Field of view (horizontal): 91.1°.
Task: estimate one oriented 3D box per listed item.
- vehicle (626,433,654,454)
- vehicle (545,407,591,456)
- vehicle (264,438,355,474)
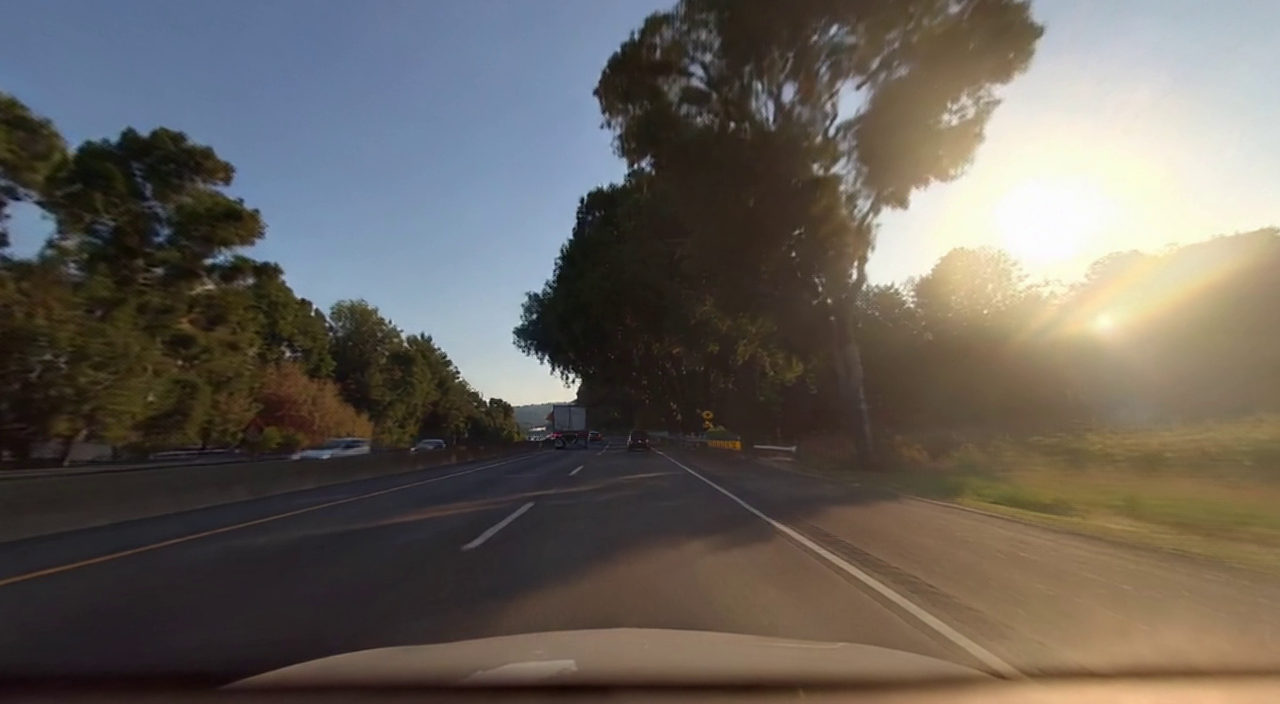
[{"bbox_3d":[-0.042,6.667,45.825,1.988,1.472,3.716,0,-8,-1],"label":"vehicle"},{"bbox_3d":[-4.831,5.545,43.457,2.450,3.098,6.965,0,-8,-1],"label":"vehicle"},{"bbox_3d":[-14.565,4.570,27.947,1.970,1.455,3.822,0,-8,-1],"label":"vehicle"}]
